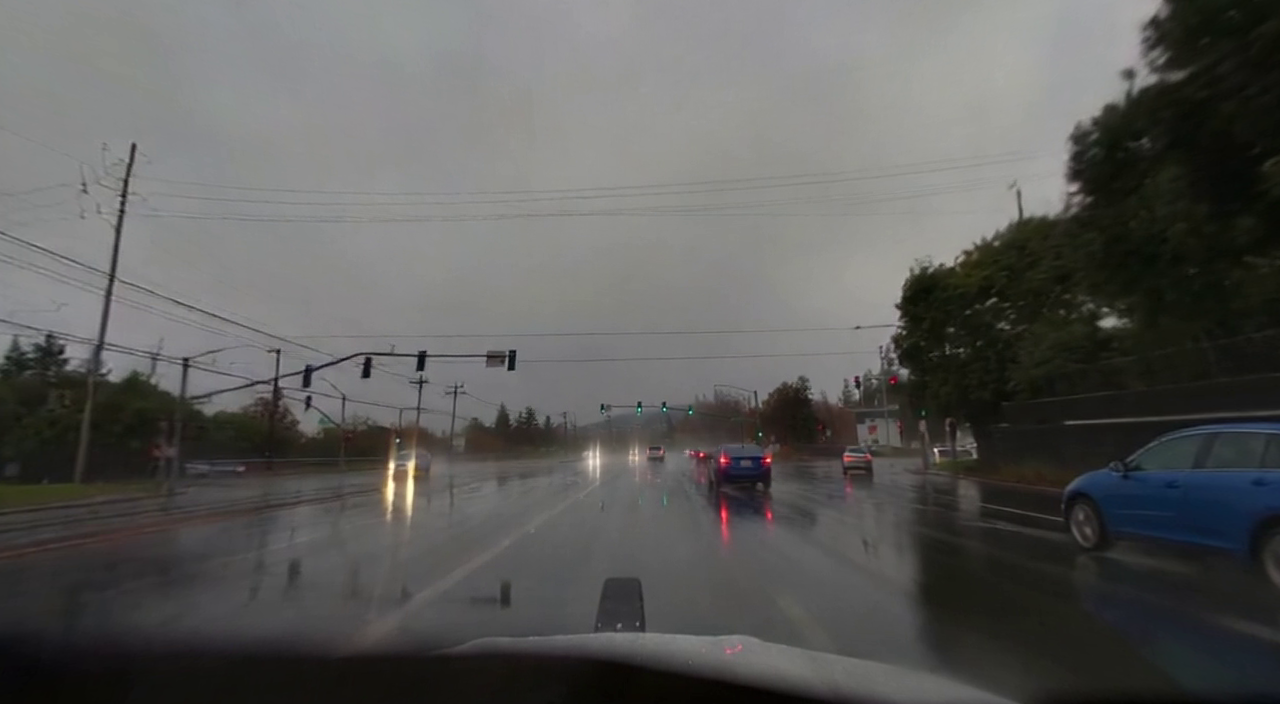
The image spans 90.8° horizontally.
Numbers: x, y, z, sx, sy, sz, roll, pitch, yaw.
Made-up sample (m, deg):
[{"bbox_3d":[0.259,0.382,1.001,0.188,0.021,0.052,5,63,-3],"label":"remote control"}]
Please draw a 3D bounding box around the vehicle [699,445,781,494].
[{"bbox_3d":[3.257,3.909,21.472,2.035,1.460,4.392,0,-8,-1],"label":"vehicle"}]

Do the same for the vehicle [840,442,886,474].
[{"bbox_3d":[13.169,6.264,37.537,1.949,1.758,4.215,-2,-8,11],"label":"vehicle"}]

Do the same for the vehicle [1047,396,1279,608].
[{"bbox_3d":[6.488,1.401,6.212,2.029,1.795,4.371,0,-8,0],"label":"vehicle"}]
